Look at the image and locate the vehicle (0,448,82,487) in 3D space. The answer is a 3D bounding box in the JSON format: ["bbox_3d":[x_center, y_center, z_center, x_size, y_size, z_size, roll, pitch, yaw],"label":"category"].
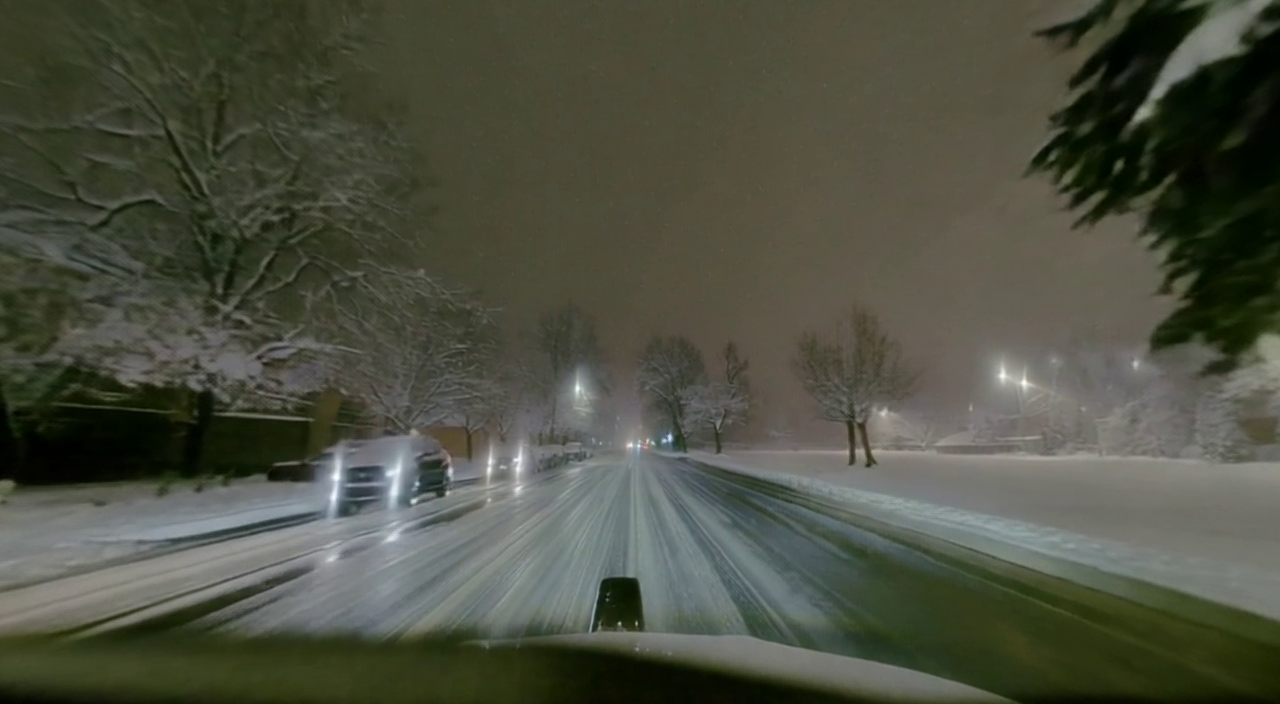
[{"bbox_3d":[-26.679,4.872,26.645,4.108,1.524,1.975,0,-8,-1],"label":"vehicle"}]

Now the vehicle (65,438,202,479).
[{"bbox_3d":[-25.614,5.368,31.959,5.012,1.968,2.206,0,-8,0],"label":"vehicle"}]

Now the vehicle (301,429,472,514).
[{"bbox_3d":[-6.534,3.098,17.161,2.350,1.892,5.542,0,-8,0],"label":"vehicle"}]

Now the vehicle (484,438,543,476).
[{"bbox_3d":[-6.604,5.524,33.525,2.020,1.842,5.116,1,-8,1],"label":"vehicle"}]
